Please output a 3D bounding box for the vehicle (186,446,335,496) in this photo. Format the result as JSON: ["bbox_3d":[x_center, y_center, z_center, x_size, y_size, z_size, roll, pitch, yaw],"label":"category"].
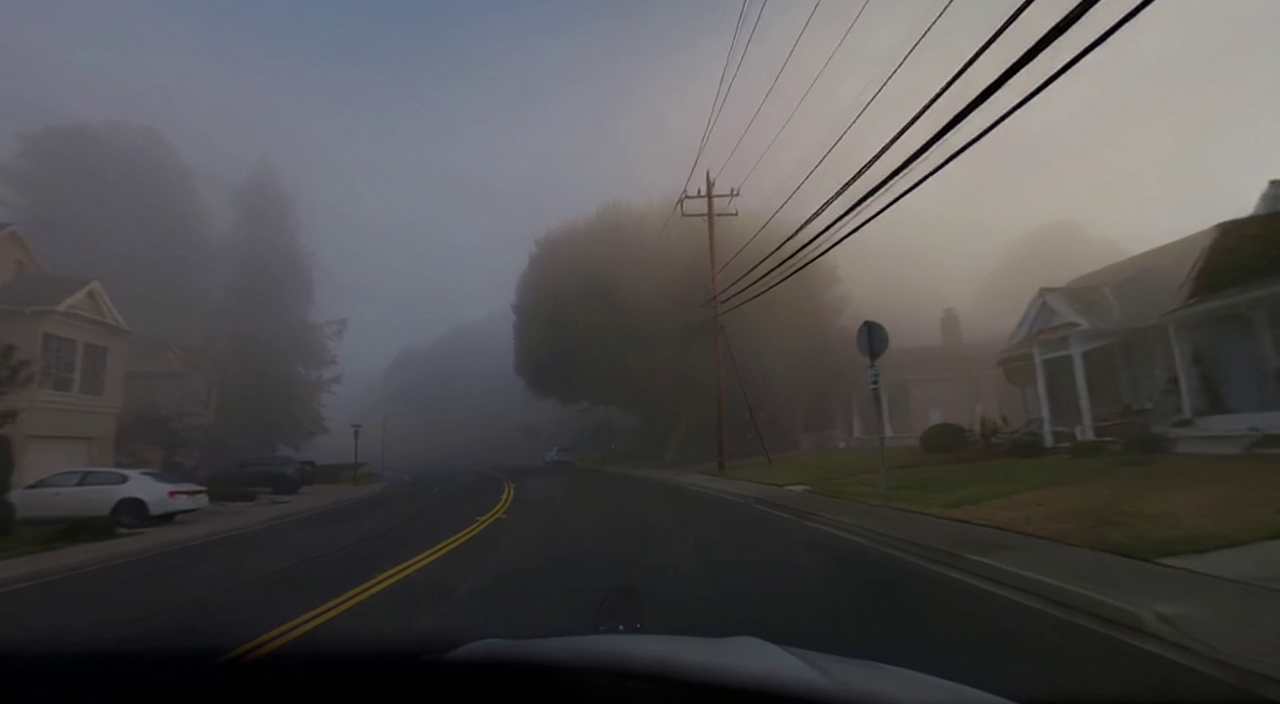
[{"bbox_3d":[-14.510,4.551,24.363,4.321,1.772,2.161,-1,-8,2],"label":"vehicle"}]

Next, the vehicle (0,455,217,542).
[{"bbox_3d":[-11.792,3.066,13.837,2.390,1.431,4.253,0,-8,-6],"label":"vehicle"}]

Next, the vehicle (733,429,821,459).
[{"bbox_3d":[7.793,5.307,36.310,4.566,1.623,1.906,0,-8,0],"label":"vehicle"}]
